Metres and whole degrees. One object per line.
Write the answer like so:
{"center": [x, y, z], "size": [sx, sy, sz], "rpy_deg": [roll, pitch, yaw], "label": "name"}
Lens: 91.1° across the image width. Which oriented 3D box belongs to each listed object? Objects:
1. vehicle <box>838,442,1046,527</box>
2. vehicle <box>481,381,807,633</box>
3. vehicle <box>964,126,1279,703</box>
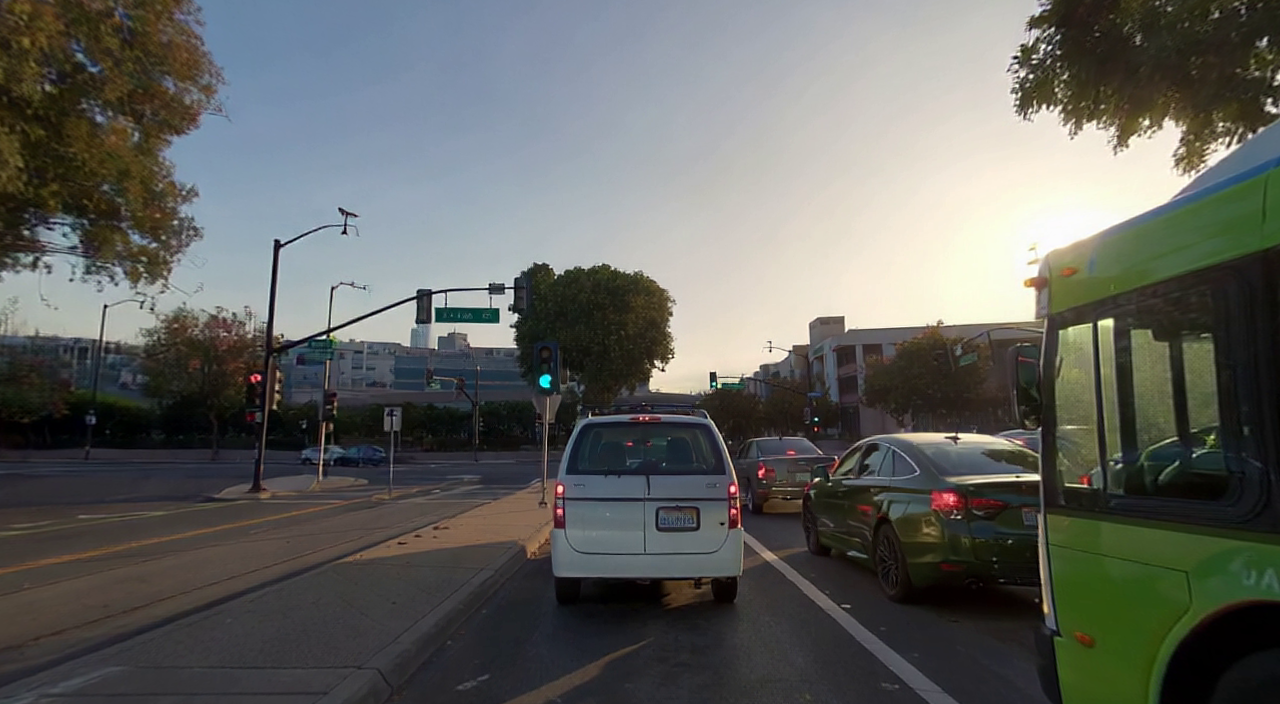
{"center": [5.962, 2.638, 13.221], "size": [1.987, 1.457, 4.675], "rpy_deg": [0, -8, -1], "label": "vehicle"}
{"center": [0.000, 1.474, 6.999], "size": [2.381, 1.842, 4.603], "rpy_deg": [0, -8, -1], "label": "vehicle"}
{"center": [2.606, 0.317, 0.420], "size": [2.037, 2.065, 5.037], "rpy_deg": [0, -8, 0], "label": "vehicle"}
